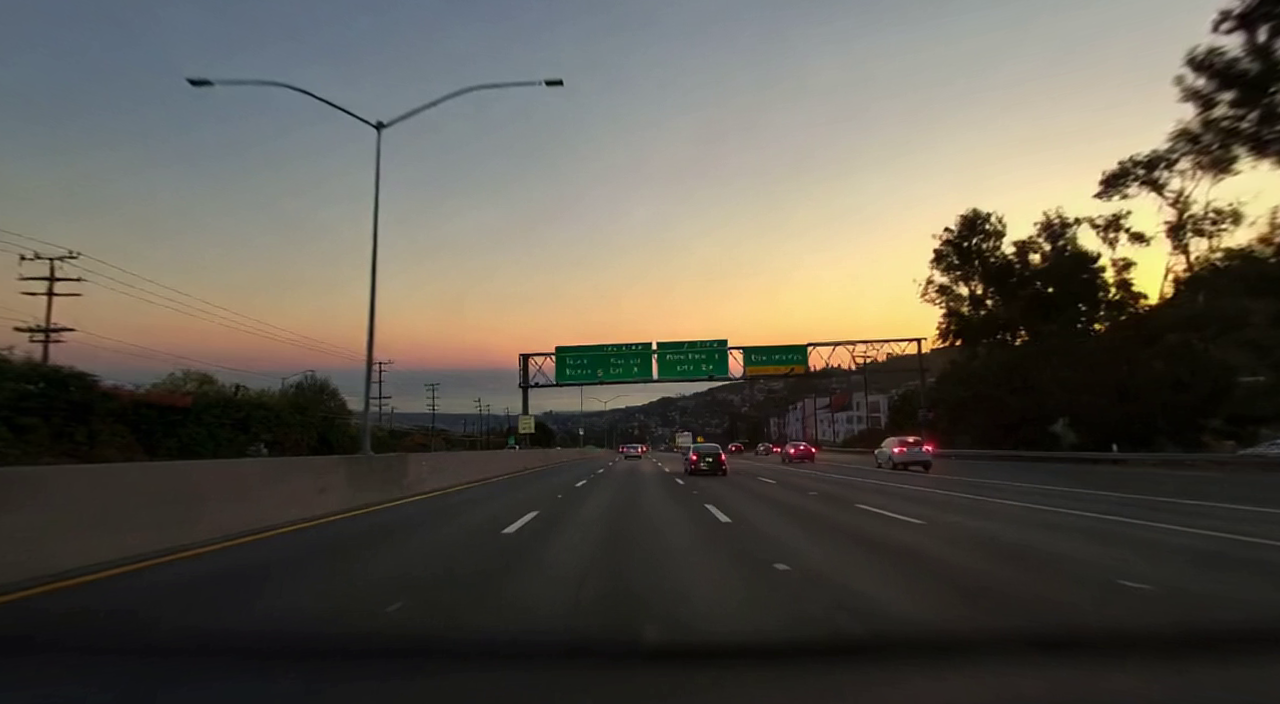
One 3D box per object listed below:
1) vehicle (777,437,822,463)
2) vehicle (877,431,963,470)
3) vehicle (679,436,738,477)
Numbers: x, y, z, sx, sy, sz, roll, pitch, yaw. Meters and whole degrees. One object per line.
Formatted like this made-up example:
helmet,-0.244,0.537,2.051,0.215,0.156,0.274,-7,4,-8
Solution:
vehicle,11.575,7.157,46.292,2.070,1.782,5.006,0,-8,1
vehicle,15.156,5.359,34.607,2.190,1.911,5.658,0,-8,1
vehicle,2.939,4.573,27.986,1.997,1.638,4.281,0,-8,-2
